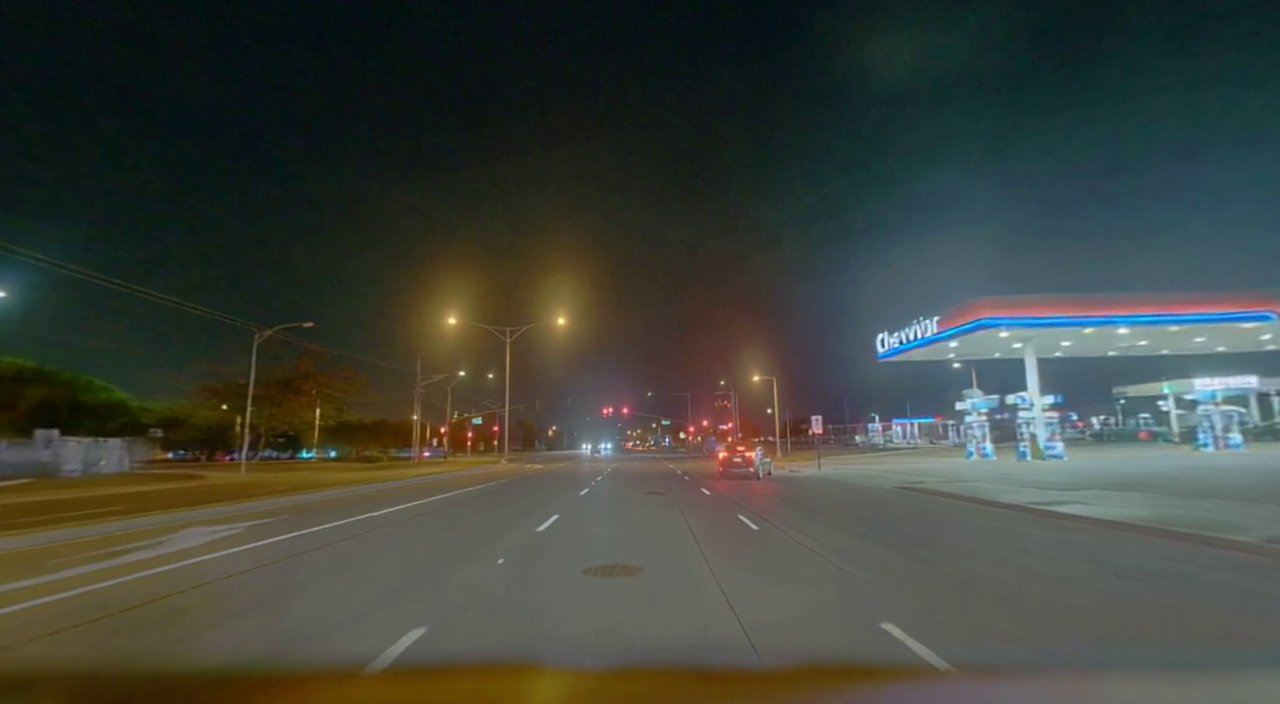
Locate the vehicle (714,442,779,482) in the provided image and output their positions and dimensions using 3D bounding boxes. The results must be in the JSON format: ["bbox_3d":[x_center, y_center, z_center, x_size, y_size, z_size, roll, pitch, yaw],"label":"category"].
[{"bbox_3d":[4.203,4.412,25.737,2.113,1.470,4.867,-1,-8,4],"label":"vehicle"}]
